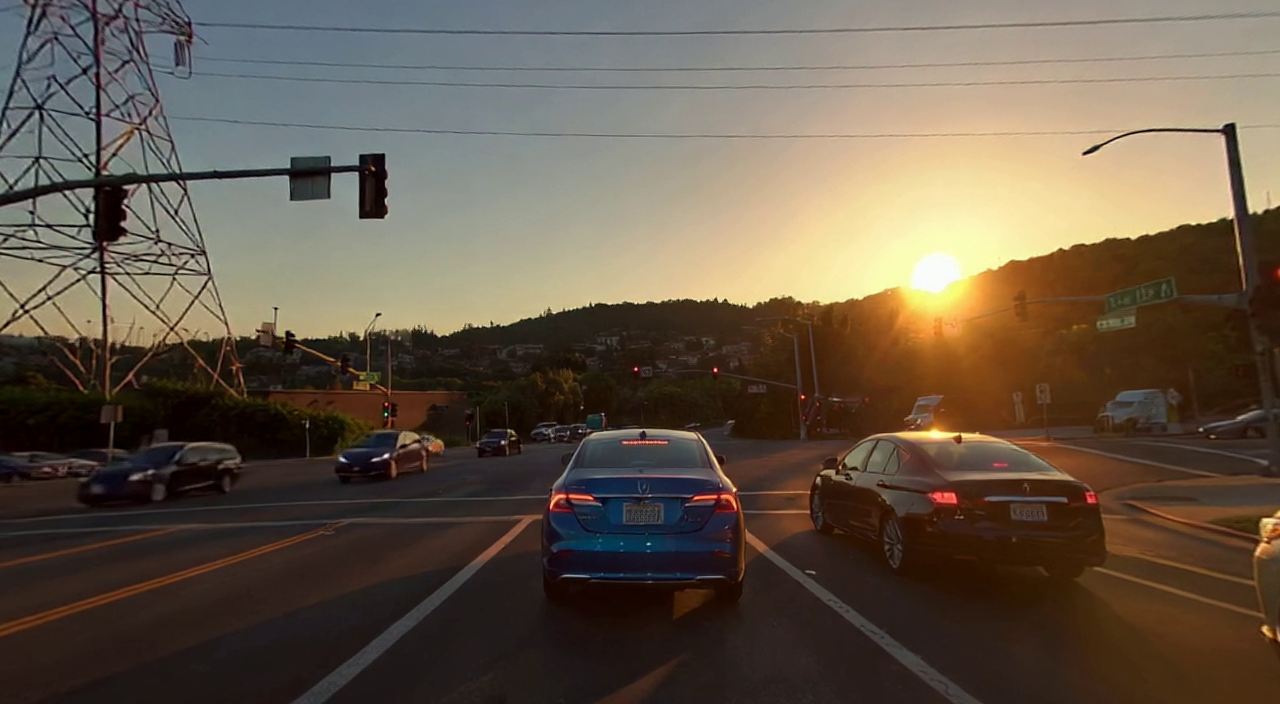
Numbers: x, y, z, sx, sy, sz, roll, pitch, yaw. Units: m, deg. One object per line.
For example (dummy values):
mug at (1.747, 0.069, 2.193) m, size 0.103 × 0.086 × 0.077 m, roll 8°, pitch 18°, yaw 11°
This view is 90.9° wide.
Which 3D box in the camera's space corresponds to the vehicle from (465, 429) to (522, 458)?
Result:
vehicle at (-9.405, 5.945, 40.995) m, size 2.239 × 1.719 × 4.948 m, roll -1°, pitch -8°, yaw 4°

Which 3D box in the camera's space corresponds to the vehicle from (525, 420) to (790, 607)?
vehicle at (0.126, 1.593, 7.126) m, size 2.117 × 1.474 × 4.036 m, roll 0°, pitch -8°, yaw 0°

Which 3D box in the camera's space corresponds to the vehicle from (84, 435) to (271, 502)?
vehicle at (-13.474, 3.393, 18.850) m, size 1.939 × 1.727 × 4.695 m, roll 0°, pitch -8°, yaw 1°

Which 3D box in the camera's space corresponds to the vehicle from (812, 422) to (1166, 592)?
vehicle at (3.667, 1.679, 7.715) m, size 1.835 × 1.473 × 4.190 m, roll 0°, pitch -8°, yaw -1°

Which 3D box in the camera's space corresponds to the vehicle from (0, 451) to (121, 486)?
vehicle at (-25.881, 5.114, 27.785) m, size 4.263 × 1.464 × 1.895 m, roll 0°, pitch -8°, yaw -1°

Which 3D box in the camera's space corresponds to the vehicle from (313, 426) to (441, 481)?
vehicle at (-9.772, 3.855, 24.103) m, size 2.161 × 1.818 × 5.672 m, roll -1°, pitch -8°, yaw 3°
